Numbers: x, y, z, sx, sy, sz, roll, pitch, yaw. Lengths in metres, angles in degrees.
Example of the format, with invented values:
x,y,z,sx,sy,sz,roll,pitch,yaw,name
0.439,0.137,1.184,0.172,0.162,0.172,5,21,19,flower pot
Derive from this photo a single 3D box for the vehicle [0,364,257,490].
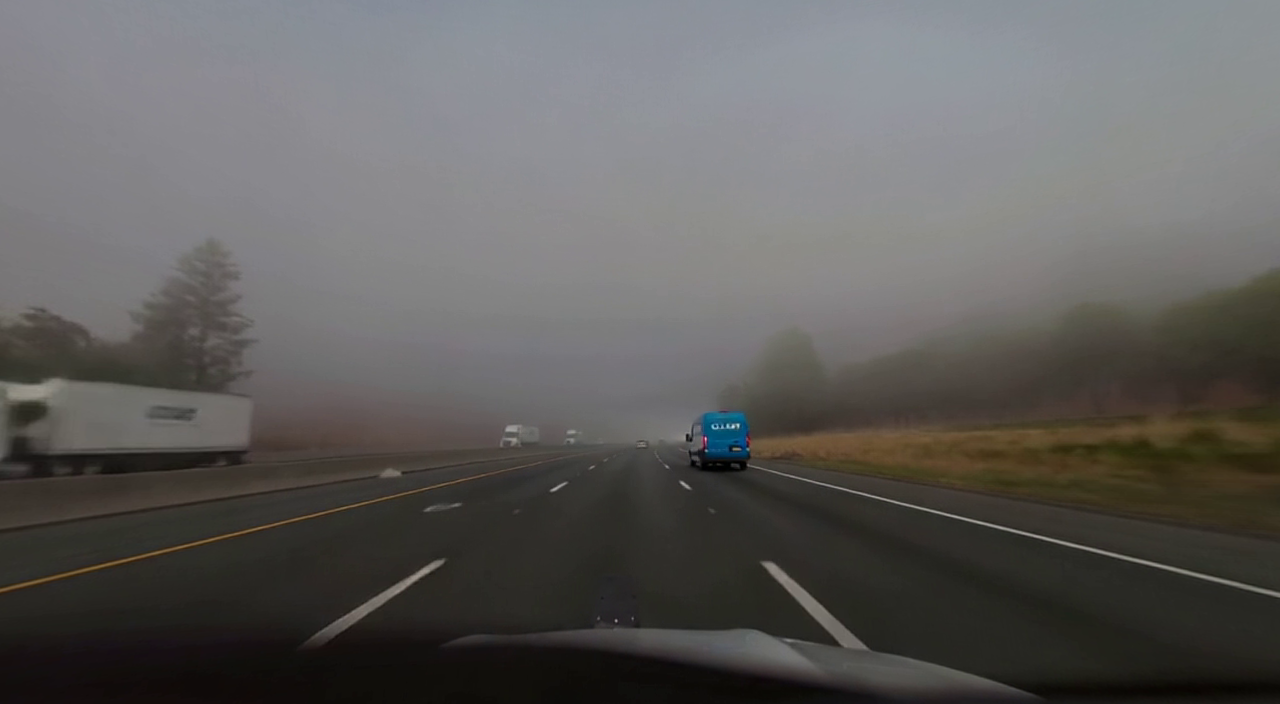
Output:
x,y,z,sx,sy,sz,roll,pitch,yaw,name
-22.396,3.406,27.116,2.874,4.074,14.233,-1,-8,0,vehicle

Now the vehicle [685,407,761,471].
x,y,z,sx,sy,sz,roll,pitch,yaw,name
3.589,3.943,28.436,2.485,2.562,5.535,0,-8,-2,vehicle
